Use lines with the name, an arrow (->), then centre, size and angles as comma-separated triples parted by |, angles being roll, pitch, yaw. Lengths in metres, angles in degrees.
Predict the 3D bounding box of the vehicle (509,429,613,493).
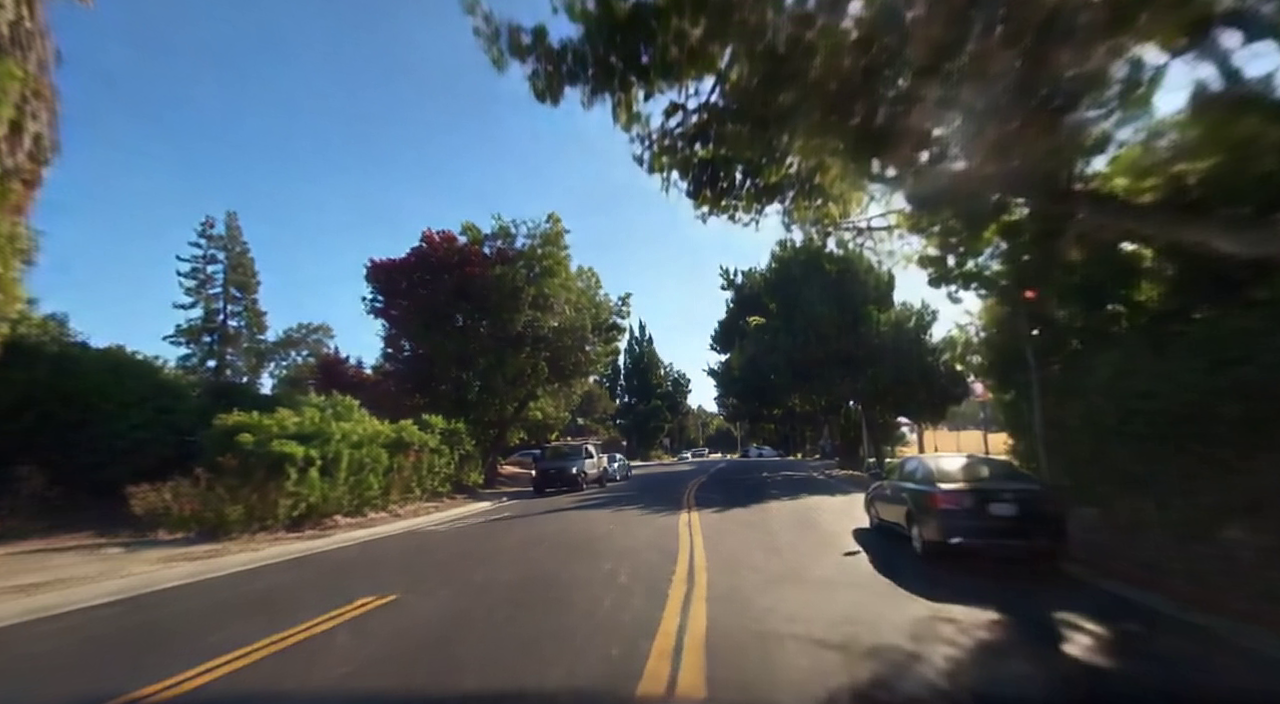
vehicle -> -3.002, 4.520, 25.513 | 2.583, 2.167, 5.667 | -5, -13, 9

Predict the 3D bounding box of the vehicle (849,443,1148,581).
vehicle -> 4.542, 2.023, 9.004 | 2.033, 1.424, 4.560 | -1, -8, 7
